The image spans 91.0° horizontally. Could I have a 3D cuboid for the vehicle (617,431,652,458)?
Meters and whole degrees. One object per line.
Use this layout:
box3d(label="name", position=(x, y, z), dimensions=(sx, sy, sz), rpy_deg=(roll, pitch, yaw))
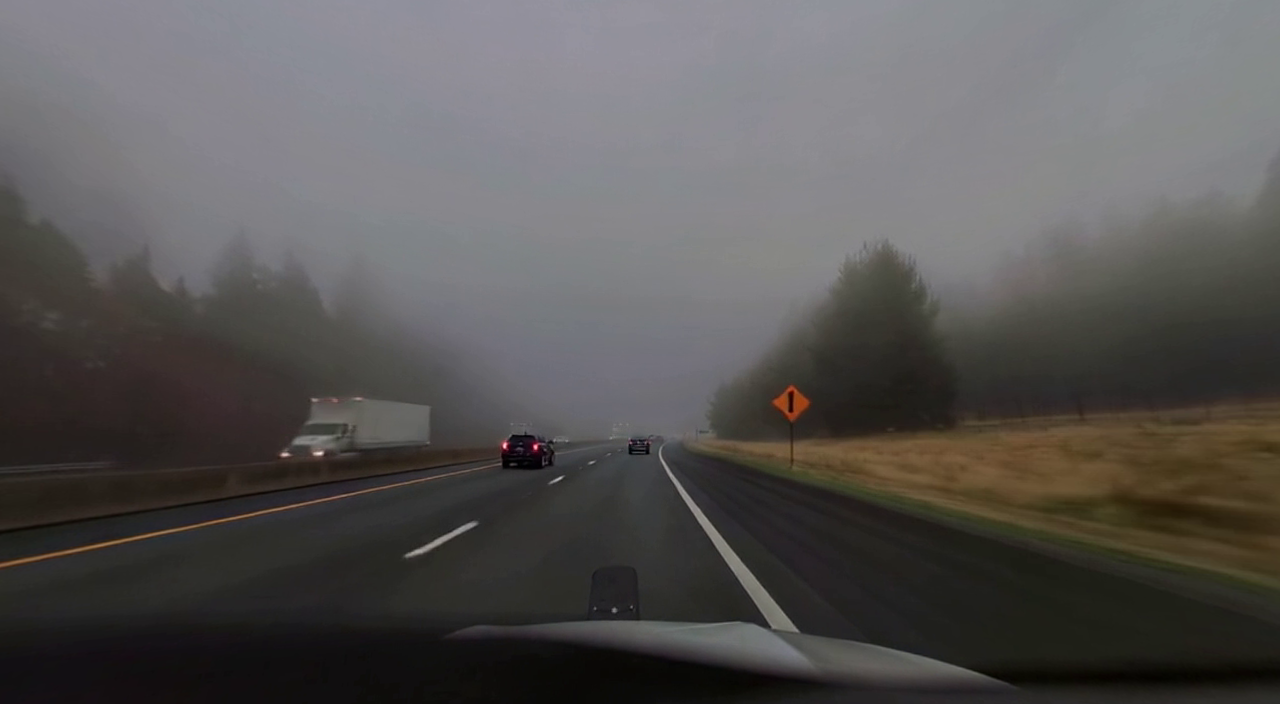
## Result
box3d(label="vehicle", position=(-0.338, 5.993, 40.767), dimensions=(2.146, 1.636, 4.026), rpy_deg=(0, -8, -1))

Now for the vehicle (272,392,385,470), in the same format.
box3d(label="vehicle", position=(-17.399, 4.509, 35.685), dimensions=(3.120, 3.985, 5.992), rpy_deg=(-1, -8, 1))

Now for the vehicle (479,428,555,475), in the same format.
box3d(label="vehicle", position=(-4.741, 3.908, 24.886), dimensions=(2.075, 1.653, 4.317), rpy_deg=(-1, -8, 1))

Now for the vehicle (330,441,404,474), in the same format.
box3d(label="vehicle", position=(-13.107, 5.065, 30.491), dimensions=(1.838, 1.423, 3.884), rpy_deg=(-1, -8, 1))
